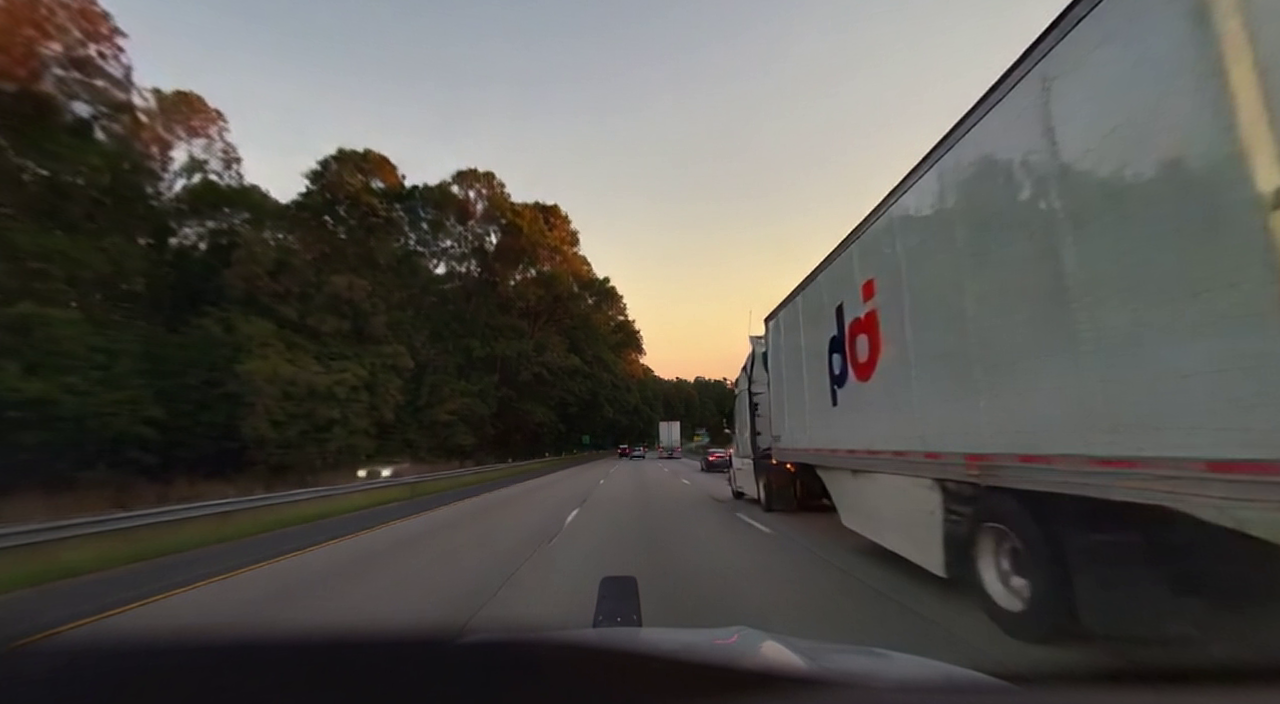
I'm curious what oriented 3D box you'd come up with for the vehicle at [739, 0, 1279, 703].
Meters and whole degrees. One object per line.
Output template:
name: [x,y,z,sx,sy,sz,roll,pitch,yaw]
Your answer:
vehicle: [4.066,0.506,8.259,2.973,4.007,14.076,0,-9,-1]
